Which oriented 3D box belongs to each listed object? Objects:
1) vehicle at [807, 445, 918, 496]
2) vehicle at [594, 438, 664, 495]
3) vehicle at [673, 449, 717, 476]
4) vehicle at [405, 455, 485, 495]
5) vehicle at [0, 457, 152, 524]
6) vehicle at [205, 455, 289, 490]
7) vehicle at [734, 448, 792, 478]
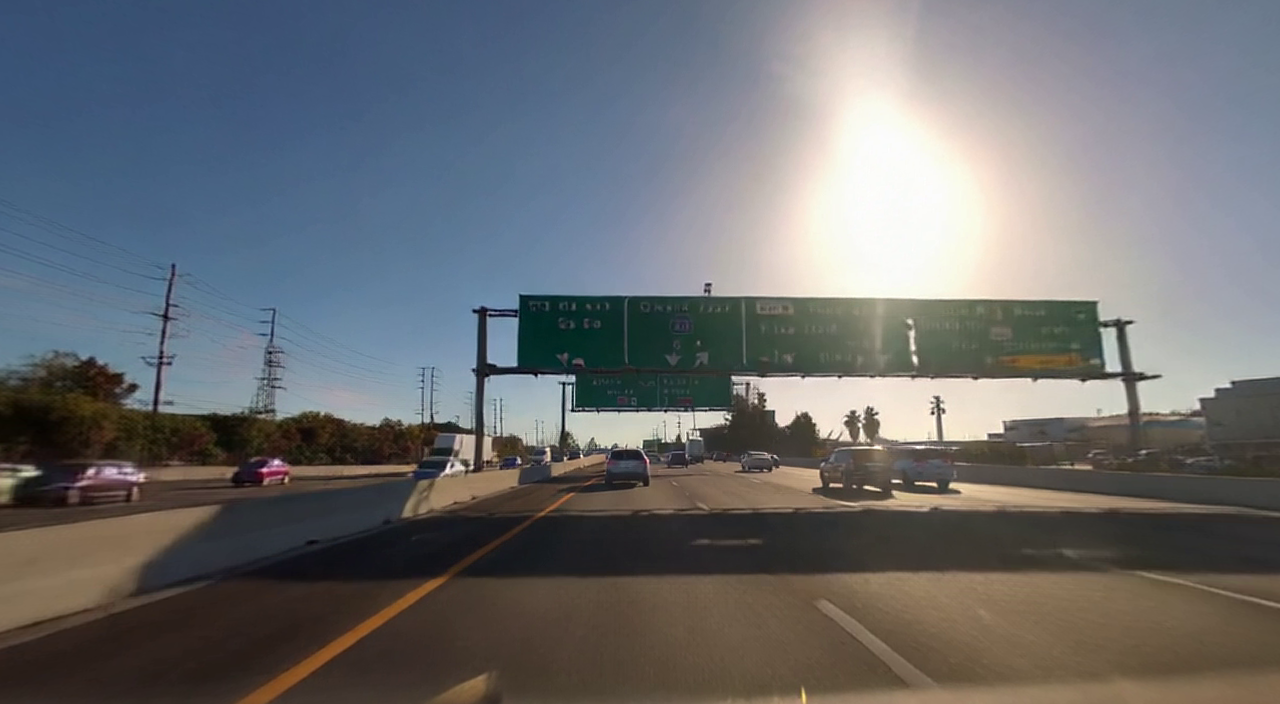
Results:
[{"bbox_3d":[7.100,3.802,20.670,1.958,1.473,4.201,0,-8,-2],"label":"vehicle"},{"bbox_3d":[-0.406,4.077,22.899,2.298,1.809,4.359,0,-8,-1],"label":"vehicle"},{"bbox_3d":[3.251,6.672,38.312,2.115,1.481,3.968,0,-8,-3],"label":"vehicle"},{"bbox_3d":[-8.236,5.229,27.149,1.937,1.477,4.561,0,-9,1],"label":"vehicle"},{"bbox_3d":[-15.973,3.641,17.179,1.884,1.483,4.701,0,-8,-4],"label":"vehicle"},{"bbox_3d":[-21.876,6.695,35.378,1.889,1.708,4.301,0,-8,0],"label":"vehicle"},{"bbox_3d":[6.502,5.901,33.888,1.934,1.461,4.368,0,-8,-4],"label":"vehicle"}]
